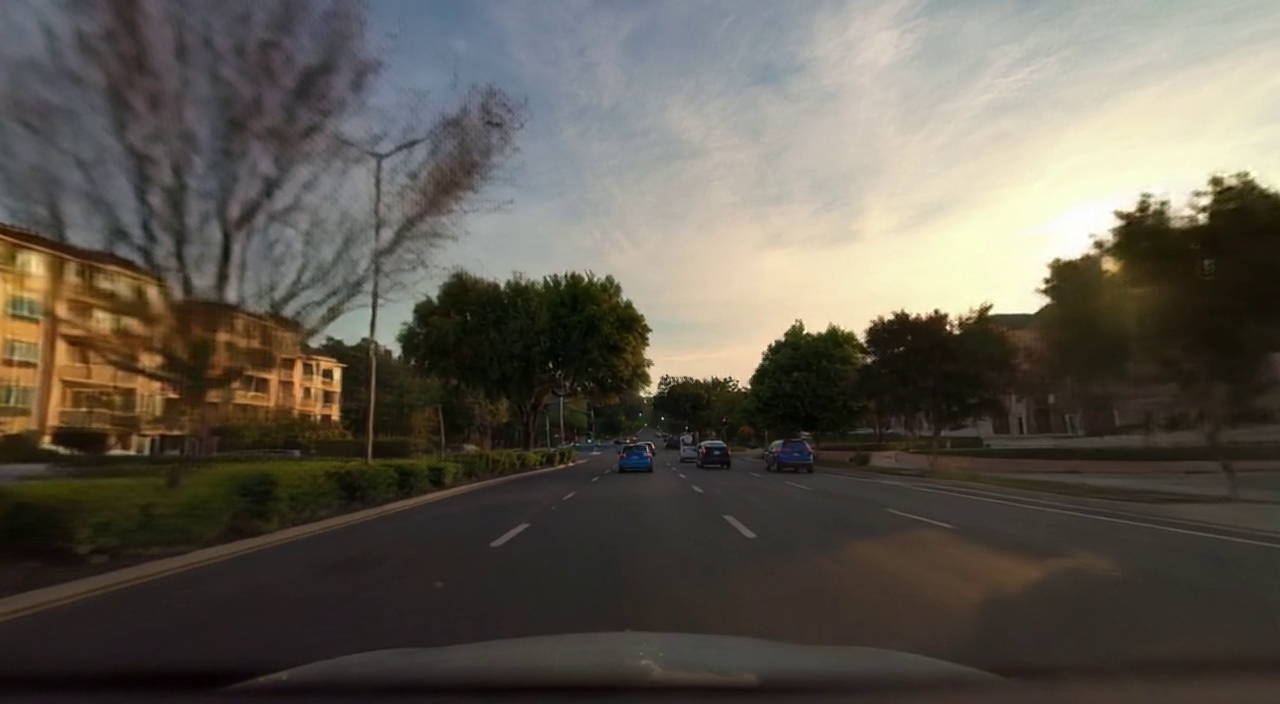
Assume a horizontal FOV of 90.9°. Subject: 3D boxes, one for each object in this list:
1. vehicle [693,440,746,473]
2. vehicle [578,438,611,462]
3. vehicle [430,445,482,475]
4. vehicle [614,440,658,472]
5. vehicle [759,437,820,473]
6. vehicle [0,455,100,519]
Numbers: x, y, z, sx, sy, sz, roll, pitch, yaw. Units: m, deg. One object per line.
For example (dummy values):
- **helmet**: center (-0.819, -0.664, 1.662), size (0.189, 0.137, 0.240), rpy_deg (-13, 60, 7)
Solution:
- **vehicle**: center (3.893, 5.200, 31.564), size (2.067, 1.514, 4.188), rpy_deg (0, -8, 0)
- **vehicle**: center (-3.316, 7.220, 46.456), size (2.031, 1.705, 4.325), rpy_deg (0, -8, 1)
- **vehicle**: center (-10.265, 6.000, 35.371), size (1.728, 1.560, 3.779), rpy_deg (0, -8, 1)
- **vehicle**: center (-0.166, 5.272, 32.177), size (2.102, 1.481, 3.907), rpy_deg (0, -8, 1)
- **vehicle**: center (7.497, 5.205, 32.035), size (1.972, 1.700, 4.269), rpy_deg (0, -8, 0)
- **vehicle**: center (-17.448, 3.563, 16.613), size (1.928, 1.570, 5.093), rpy_deg (0, -8, 0)
